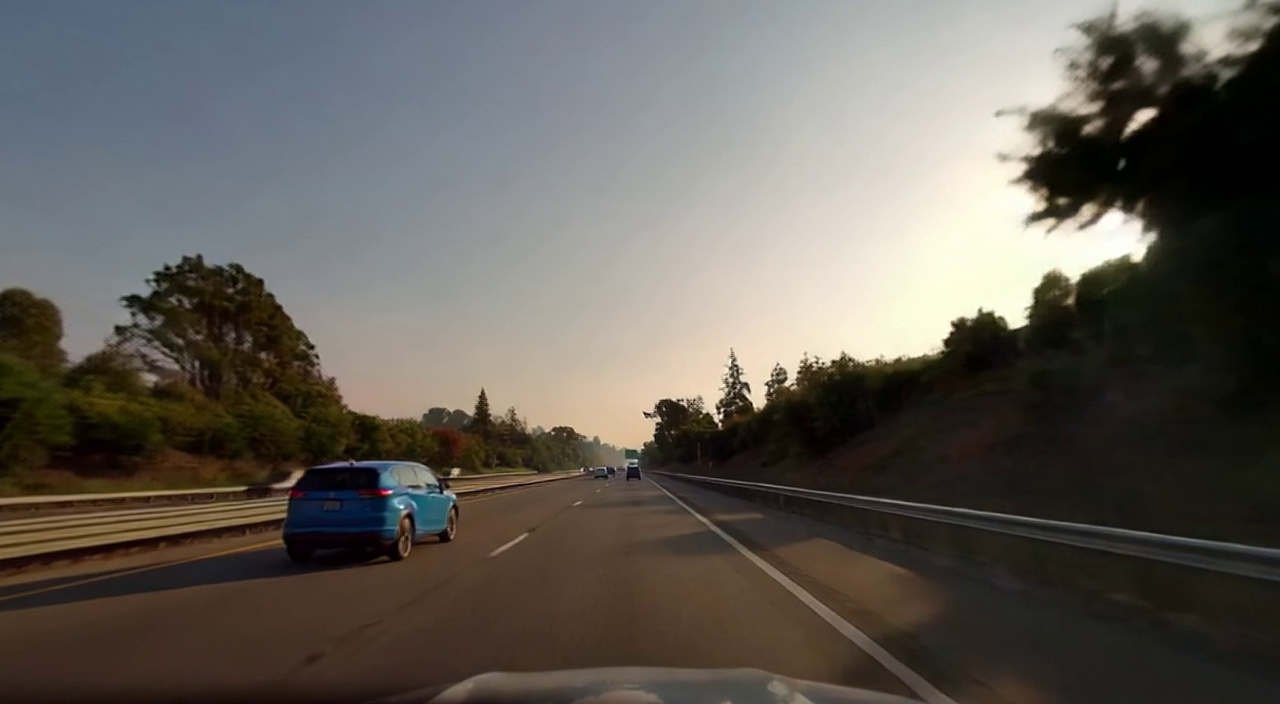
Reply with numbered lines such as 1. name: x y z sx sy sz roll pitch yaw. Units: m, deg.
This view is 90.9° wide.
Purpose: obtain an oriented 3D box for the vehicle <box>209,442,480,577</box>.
1. vehicle: -3.964 2.212 9.422 2.017 1.516 4.041 1 -10 0
